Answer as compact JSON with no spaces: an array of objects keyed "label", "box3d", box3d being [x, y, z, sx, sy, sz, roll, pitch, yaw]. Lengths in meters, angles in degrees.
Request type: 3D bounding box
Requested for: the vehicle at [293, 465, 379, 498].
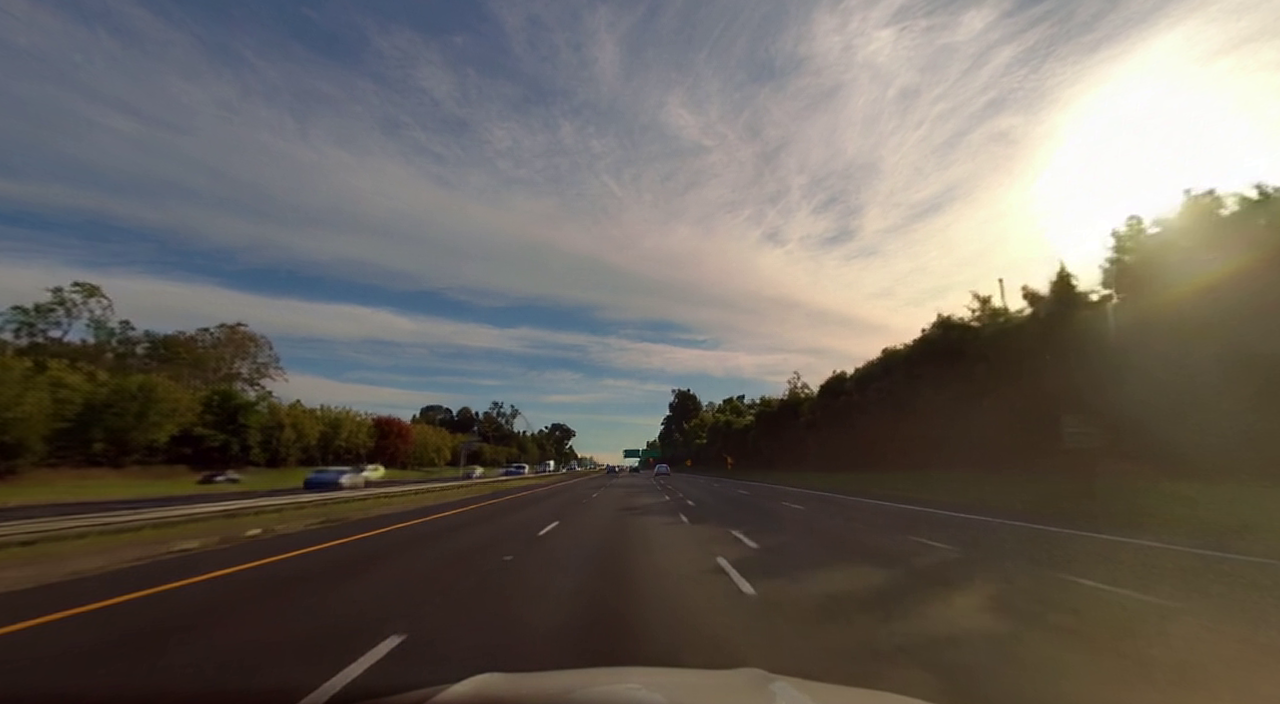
[{"label":"vehicle","box3d":[-16.941,7.227,35.437,1.944,1.648,5.787,1,-10,0]}]
